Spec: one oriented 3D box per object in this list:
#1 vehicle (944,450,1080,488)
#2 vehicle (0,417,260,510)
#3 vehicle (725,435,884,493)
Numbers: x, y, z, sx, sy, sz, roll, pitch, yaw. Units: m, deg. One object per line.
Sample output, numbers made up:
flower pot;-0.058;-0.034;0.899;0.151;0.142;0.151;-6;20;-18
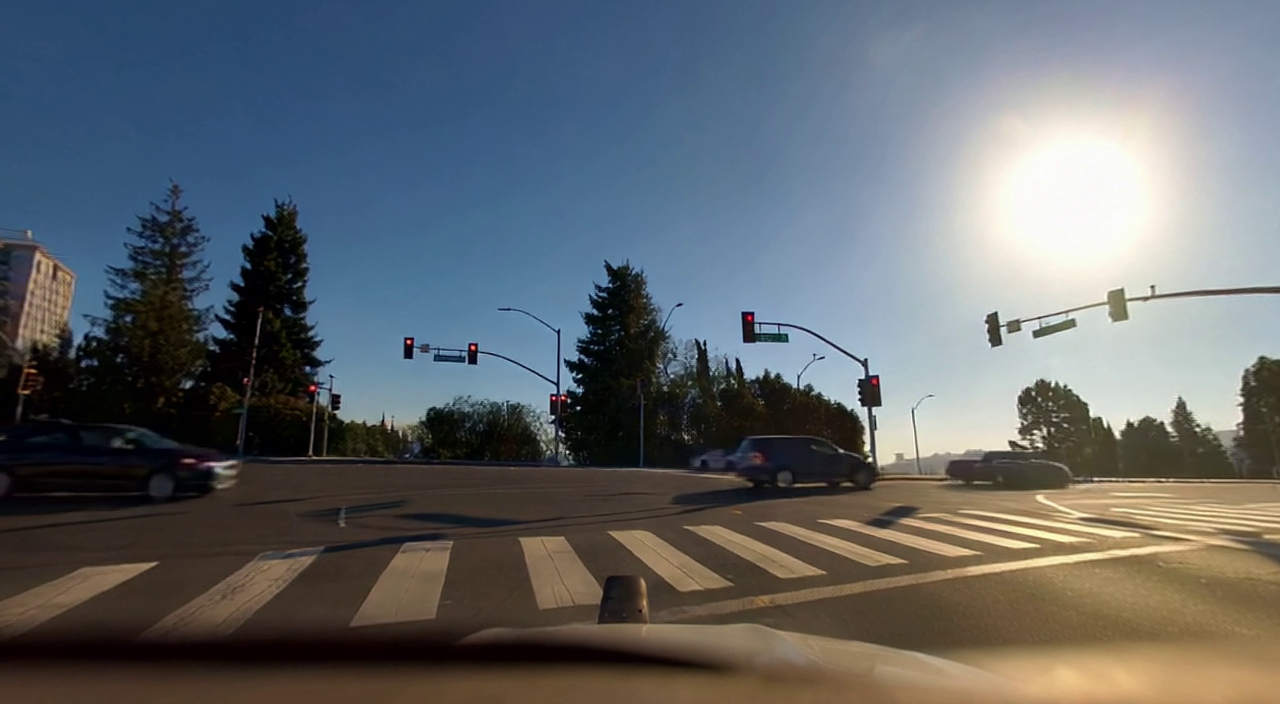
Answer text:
vehicle;15.976;4.986;27.141;5.203;1.488;1.907;3;-9;-17
vehicle;-10.071;1.993;11.512;4.952;1.511;1.855;2;-9;-17
vehicle;5.290;3.565;20.425;4.626;1.710;1.891;3;-9;-17
